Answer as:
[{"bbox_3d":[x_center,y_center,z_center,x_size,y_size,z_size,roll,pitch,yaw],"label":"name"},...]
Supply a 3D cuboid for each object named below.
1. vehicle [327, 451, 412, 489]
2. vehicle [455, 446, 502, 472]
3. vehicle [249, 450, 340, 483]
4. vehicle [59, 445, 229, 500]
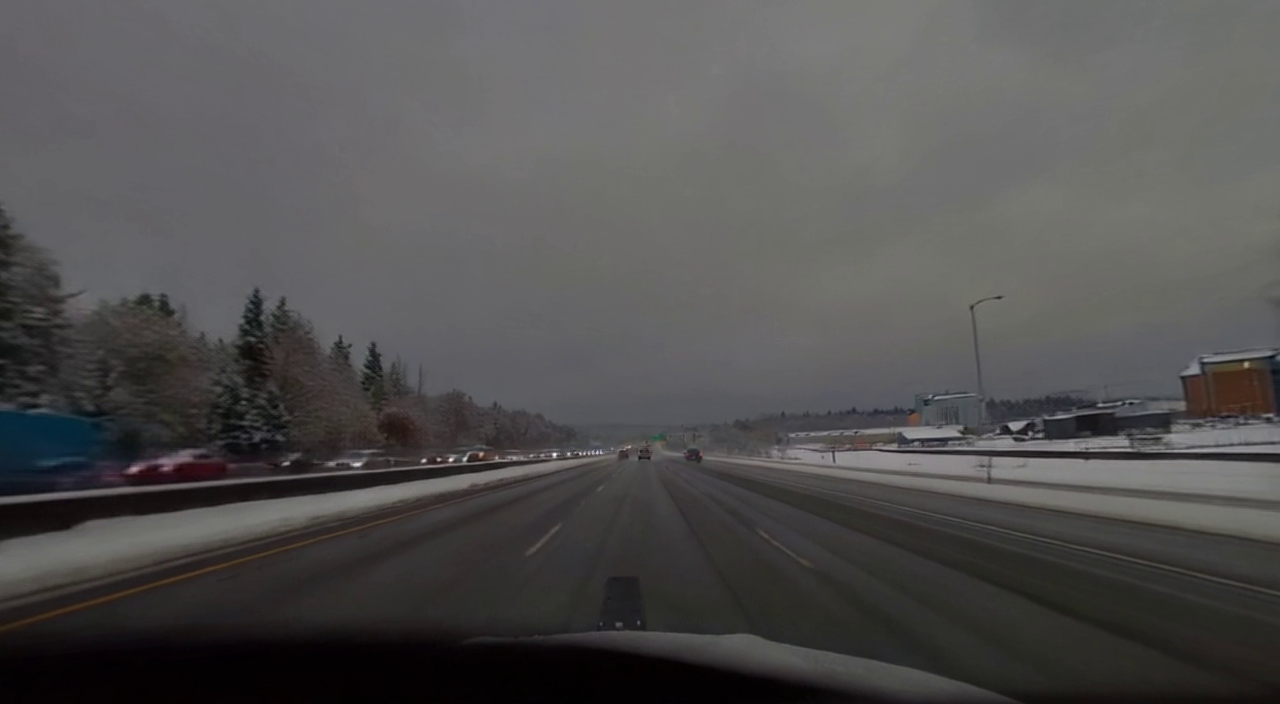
[{"bbox_3d":[-10.744,4.690,25.302,1.776,1.385,3.631,0,-9,0],"label":"vehicle"},{"bbox_3d":[-10.598,7.045,41.592,1.886,1.568,4.269,0,-9,1],"label":"vehicle"},{"bbox_3d":[-16.752,5.559,30.865,1.863,1.478,4.653,0,-9,0],"label":"vehicle"},{"bbox_3d":[-15.654,3.809,20.267,1.894,1.553,4.341,0,-9,0],"label":"vehicle"}]
